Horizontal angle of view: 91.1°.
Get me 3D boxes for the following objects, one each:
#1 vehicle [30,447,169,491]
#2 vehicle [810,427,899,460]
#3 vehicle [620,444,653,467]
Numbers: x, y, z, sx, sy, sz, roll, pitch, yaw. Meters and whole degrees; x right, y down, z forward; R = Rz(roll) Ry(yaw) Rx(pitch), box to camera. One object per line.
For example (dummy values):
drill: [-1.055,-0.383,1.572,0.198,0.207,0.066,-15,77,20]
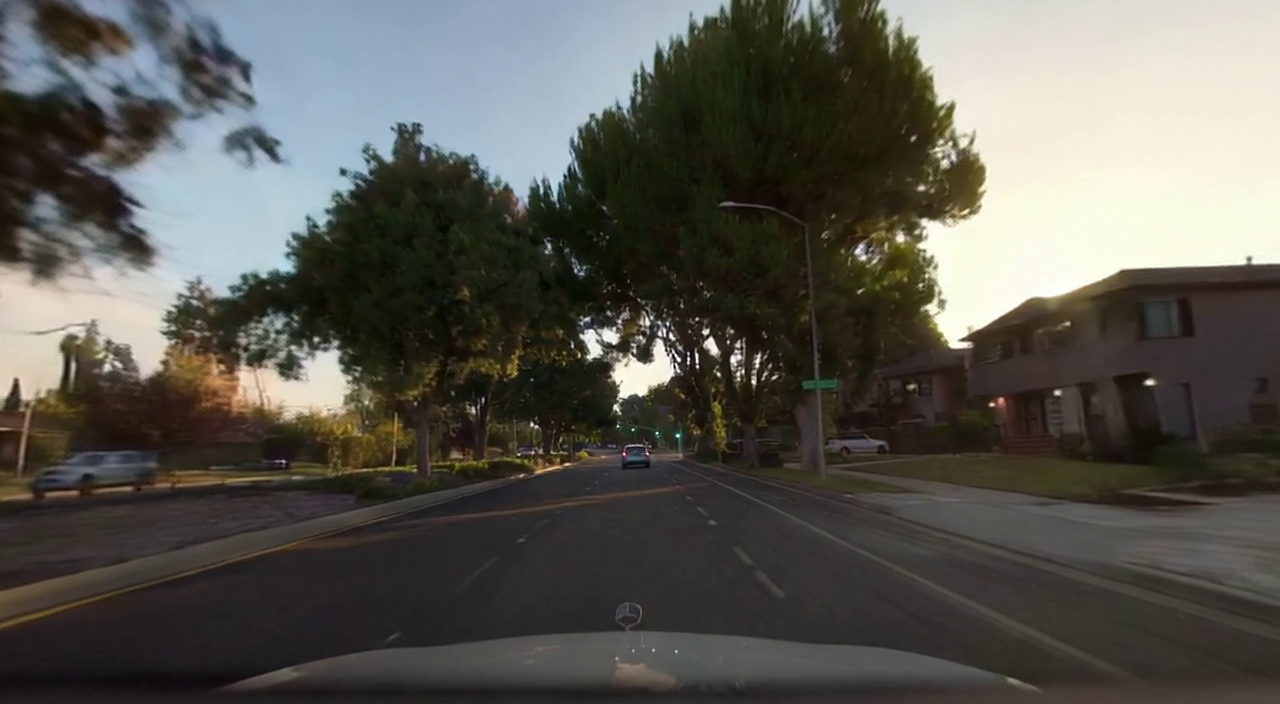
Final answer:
vehicle: [-19.755,4.255,23.179,1.836,1.456,3.647,0,-8,0]
vehicle: [13.236,5.688,38.909,4.739,1.918,2.071,-1,-8,2]
vehicle: [-0.258,6.893,41.859,2.054,1.456,4.003,0,-8,-1]
